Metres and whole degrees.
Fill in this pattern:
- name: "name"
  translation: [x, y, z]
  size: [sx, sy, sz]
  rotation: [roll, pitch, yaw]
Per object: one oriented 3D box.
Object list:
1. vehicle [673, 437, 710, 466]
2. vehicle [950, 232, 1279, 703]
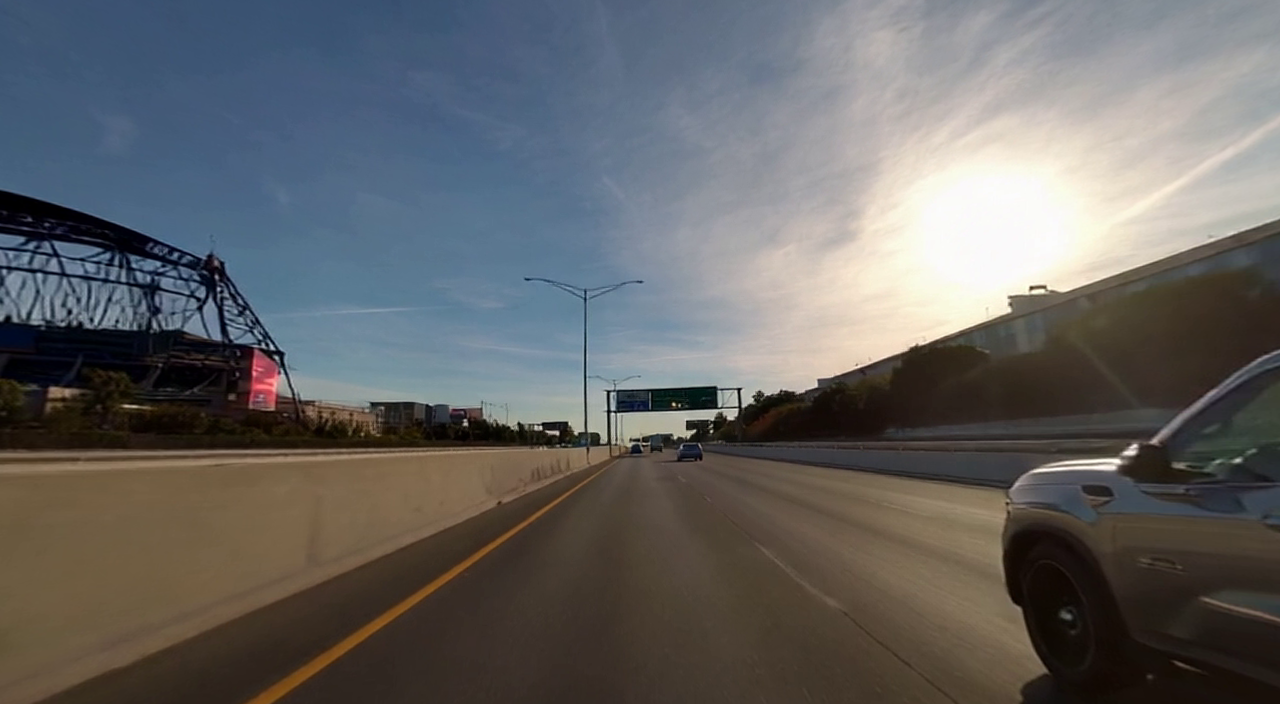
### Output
- name: "vehicle"
  translation: [3.287, 6.448, 41.018]
  size: [1.973, 1.774, 4.092]
  rotation: [0, -9, 0]
- name: "vehicle"
  translation: [3.108, 0.557, 1.464]
  size: [2.199, 2.002, 4.970]
  rotation: [0, -9, 0]
